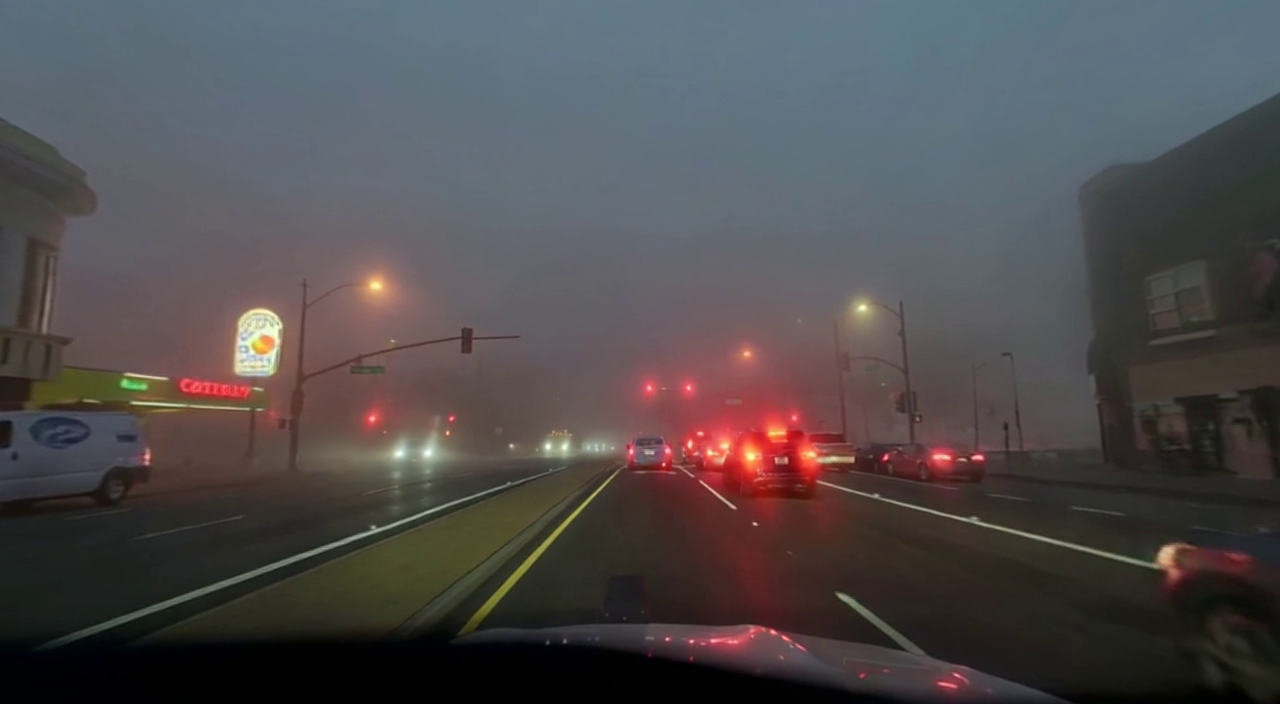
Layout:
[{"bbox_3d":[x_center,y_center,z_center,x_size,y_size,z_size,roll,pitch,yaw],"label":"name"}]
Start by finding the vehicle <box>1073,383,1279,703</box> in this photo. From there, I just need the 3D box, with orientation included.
[{"bbox_3d":[3.451,0.719,1.312,1.932,1.517,4.430,0,-8,0],"label":"vehicle"}]

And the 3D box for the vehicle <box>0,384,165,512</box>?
[{"bbox_3d":[-15.342,2.362,15.580,2.371,2.799,5.978,0,-8,1],"label":"vehicle"}]

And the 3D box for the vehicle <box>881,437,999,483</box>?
[{"bbox_3d":[10.573,3.835,22.700,1.881,1.463,4.726,0,-8,0],"label":"vehicle"}]

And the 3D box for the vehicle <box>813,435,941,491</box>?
[{"bbox_3d":[6.876,3.253,18.886,2.059,1.458,4.395,0,-8,-1],"label":"vehicle"}]

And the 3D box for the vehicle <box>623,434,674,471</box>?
[{"bbox_3d":[0.300,4.410,27.809,2.073,1.496,3.892,0,-8,-1],"label":"vehicle"}]

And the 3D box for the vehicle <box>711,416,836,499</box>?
[{"bbox_3d":[3.162,2.643,16.151,2.038,1.787,4.946,0,-8,-1],"label":"vehicle"}]

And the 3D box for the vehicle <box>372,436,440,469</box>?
[{"bbox_3d":[-13.614,5.787,36.523,2.106,1.751,4.554,7,-11,-41],"label":"vehicle"}]
